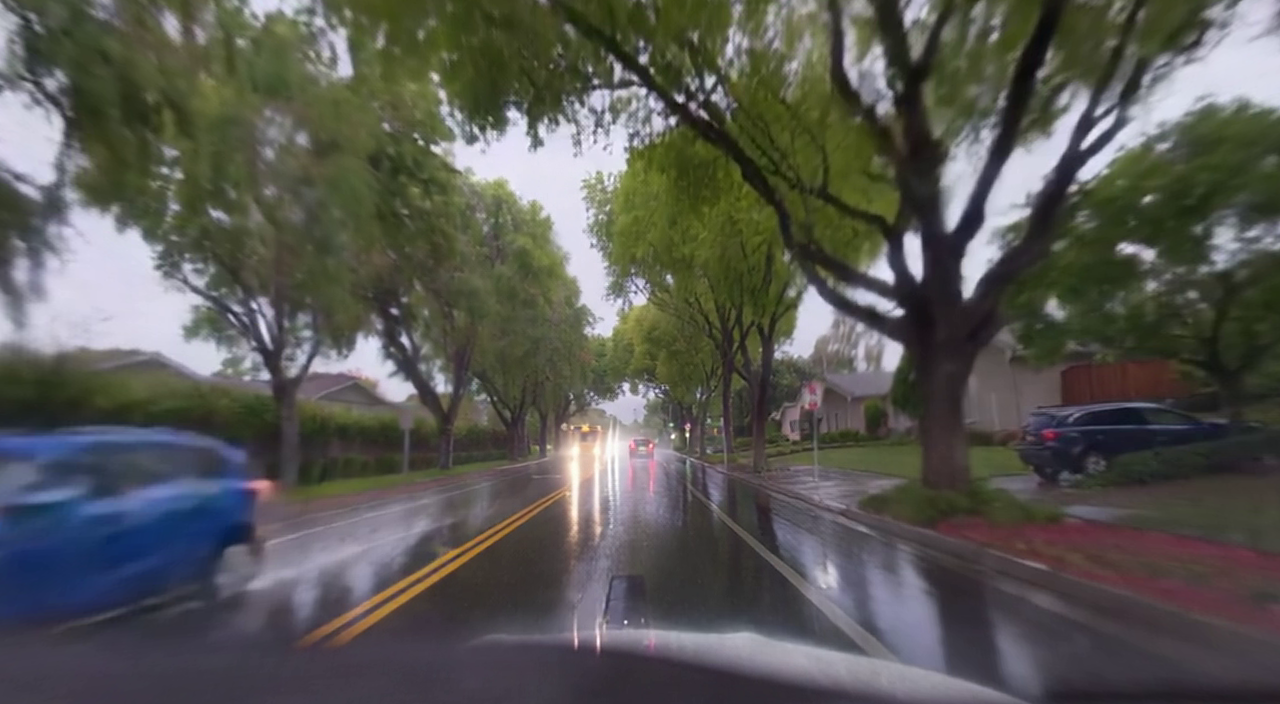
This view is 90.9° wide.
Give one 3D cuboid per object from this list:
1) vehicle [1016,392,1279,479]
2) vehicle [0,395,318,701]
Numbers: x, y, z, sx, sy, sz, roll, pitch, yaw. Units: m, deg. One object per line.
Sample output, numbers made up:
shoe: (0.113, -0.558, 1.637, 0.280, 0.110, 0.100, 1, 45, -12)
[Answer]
vehicle: (12.097, 2.014, 15.146, 4.693, 1.929, 2.093, 0, -8, 1)
vehicle: (-4.489, 1.272, 4.398, 2.102, 1.620, 4.575, -5, -8, 0)
